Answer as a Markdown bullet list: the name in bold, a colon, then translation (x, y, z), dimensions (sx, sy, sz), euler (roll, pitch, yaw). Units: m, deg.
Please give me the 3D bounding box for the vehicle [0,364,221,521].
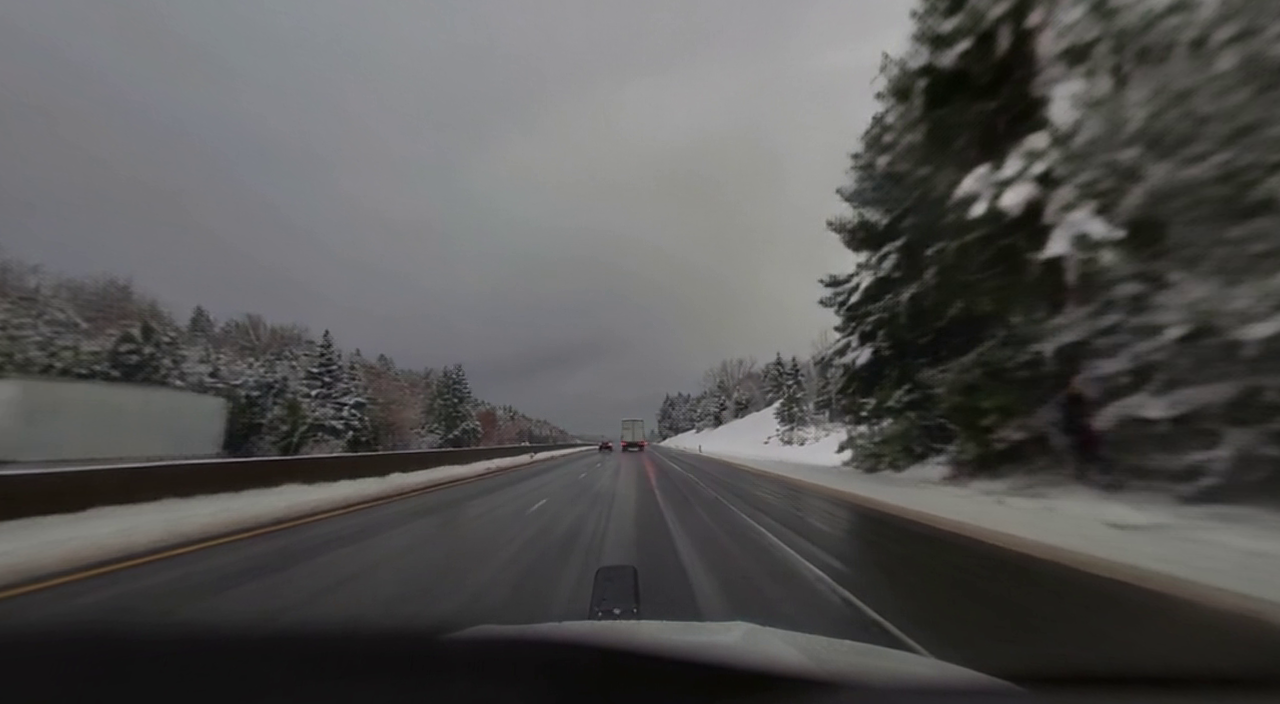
- **vehicle**: translation (-16.818, 2.468, 17.260), dimensions (3.033, 3.711, 11.259), euler (0, -8, 0)
